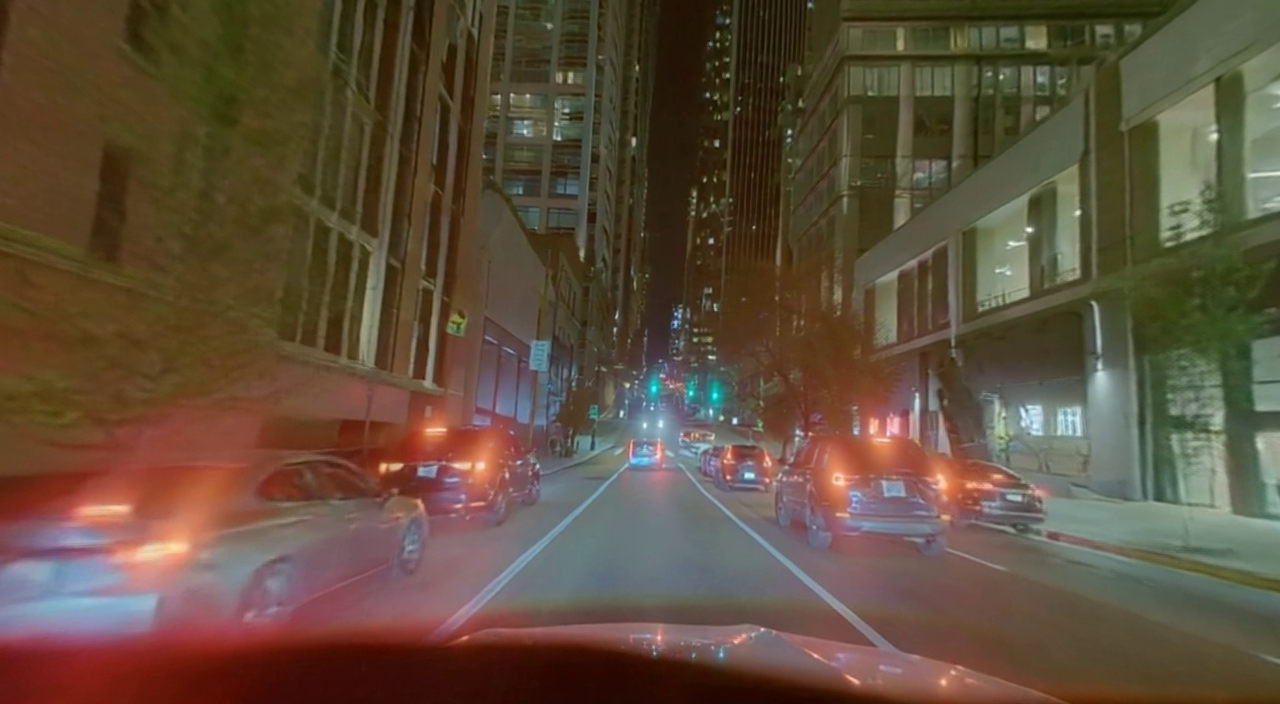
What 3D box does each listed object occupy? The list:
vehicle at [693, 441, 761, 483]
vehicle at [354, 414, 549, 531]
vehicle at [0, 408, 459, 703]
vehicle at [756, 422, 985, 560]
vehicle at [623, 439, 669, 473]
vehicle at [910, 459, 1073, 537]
[{"bbox_3d":[3.298,4.265,24.668,1.966,1.475,4.528,0,-9,0],"label":"vehicle"},{"bbox_3d":[-3.143,2.133,11.673,2.128,1.725,4.471,0,-9,1],"label":"vehicle"},{"bbox_3d":[-3.076,1.308,4.988,1.926,1.456,4.313,0,-9,1],"label":"vehicle"},{"bbox_3d":[3.309,2.077,10.179,2.002,1.707,4.547,0,-9,0],"label":"vehicle"},{"bbox_3d":[0.281,4.807,29.254,2.007,1.460,3.923,0,-9,1],"label":"vehicle"},{"bbox_3d":[8.982,3.712,16.553,1.893,1.663,4.257,0,-9,2],"label":"vehicle"}]
